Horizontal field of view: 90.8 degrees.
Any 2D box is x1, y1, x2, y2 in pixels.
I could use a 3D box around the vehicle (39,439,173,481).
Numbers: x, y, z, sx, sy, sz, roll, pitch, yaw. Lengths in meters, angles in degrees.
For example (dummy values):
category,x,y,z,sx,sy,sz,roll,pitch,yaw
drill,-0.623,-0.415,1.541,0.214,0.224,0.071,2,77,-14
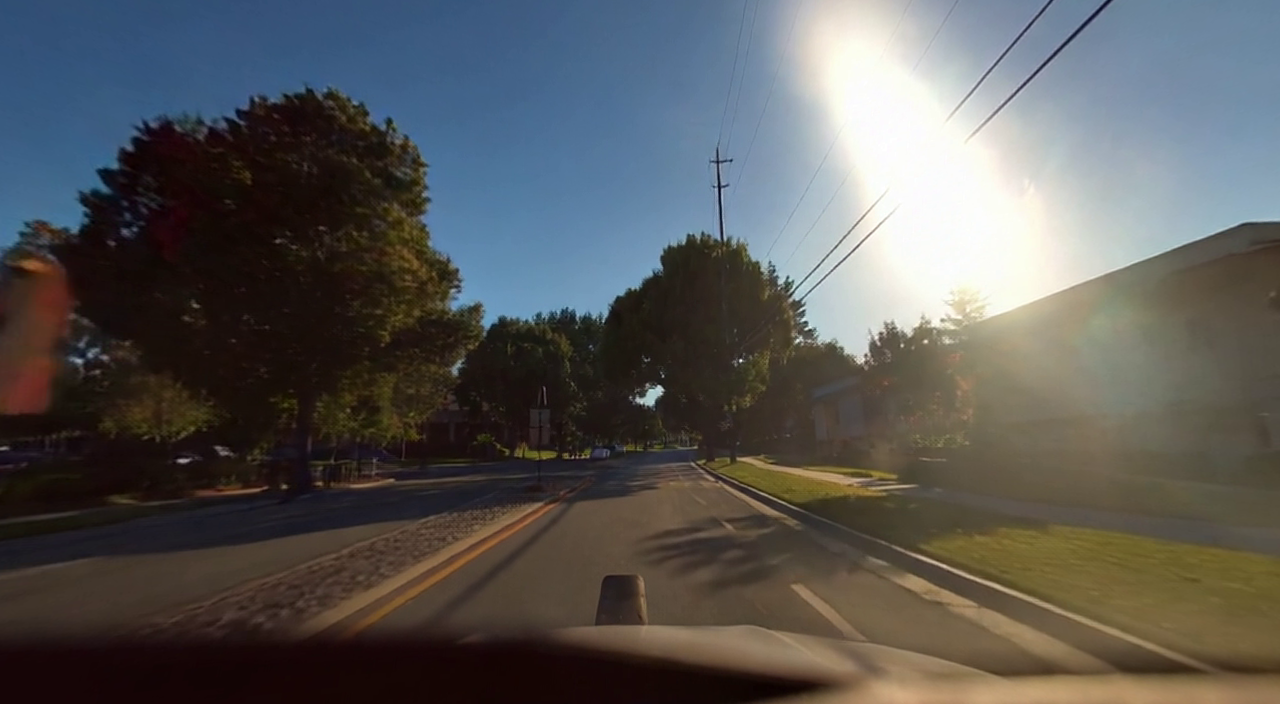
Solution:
category,x,y,z,sx,sy,sz,roll,pitch,yaw
vehicle,-23.831,4.878,28.486,1.850,1.662,4.580,1,-10,2
